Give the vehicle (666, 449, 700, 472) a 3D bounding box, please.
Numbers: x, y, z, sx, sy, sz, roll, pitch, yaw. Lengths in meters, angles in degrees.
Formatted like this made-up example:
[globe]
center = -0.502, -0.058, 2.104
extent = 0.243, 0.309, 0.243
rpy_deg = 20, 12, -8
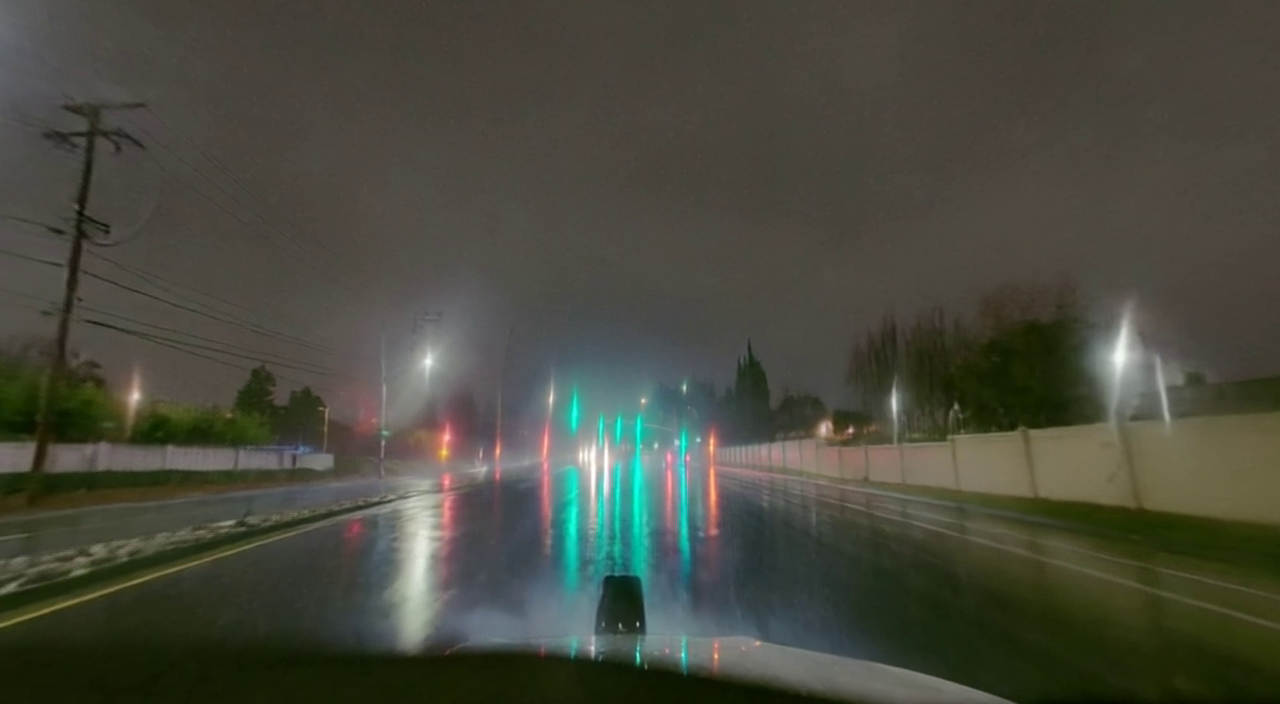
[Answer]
[vehicle]
center = 2.965, 7.590, 44.322
extent = 2.105, 1.490, 4.008
rpy_deg = 0, -9, 0
